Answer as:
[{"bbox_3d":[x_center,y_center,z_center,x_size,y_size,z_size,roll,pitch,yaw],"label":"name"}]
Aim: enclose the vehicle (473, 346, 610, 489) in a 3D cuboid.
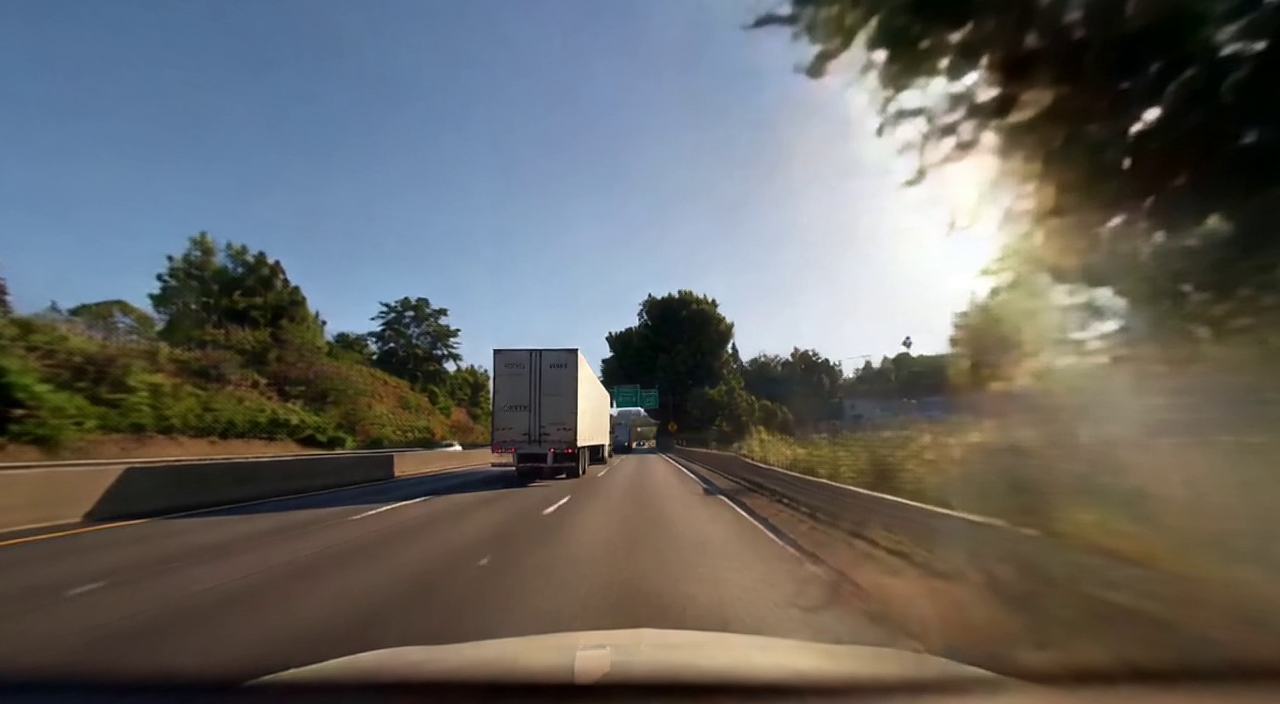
[{"bbox_3d":[-3.097,2.857,24.882,2.947,4.051,14.256,0,-8,1],"label":"vehicle"}]
